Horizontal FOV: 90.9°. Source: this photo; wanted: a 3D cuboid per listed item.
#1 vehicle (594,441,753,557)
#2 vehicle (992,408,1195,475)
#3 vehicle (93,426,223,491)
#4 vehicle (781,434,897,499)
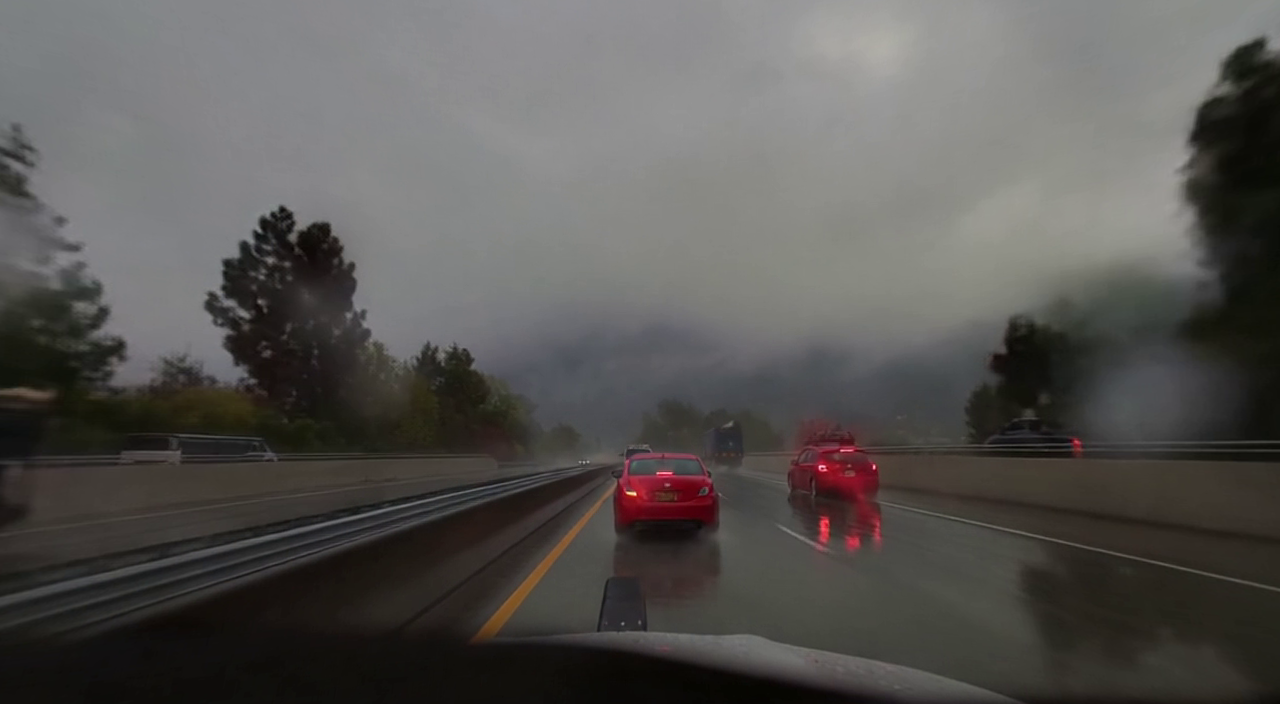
[{"bbox_3d":[0.430,2.223,10.188,2.076,1.485,3.774,0,-9,0],"label":"vehicle"},{"bbox_3d":[31.486,6.532,45.269,2.822,3.996,14.073,1,-9,-7],"label":"vehicle"},{"bbox_3d":[-33.566,7.402,44.423,2.902,3.981,7.819,-3,-8,0],"label":"vehicle"},{"bbox_3d":[6.265,3.667,20.511,2.177,1.827,4.565,0,-9,-1],"label":"vehicle"}]
